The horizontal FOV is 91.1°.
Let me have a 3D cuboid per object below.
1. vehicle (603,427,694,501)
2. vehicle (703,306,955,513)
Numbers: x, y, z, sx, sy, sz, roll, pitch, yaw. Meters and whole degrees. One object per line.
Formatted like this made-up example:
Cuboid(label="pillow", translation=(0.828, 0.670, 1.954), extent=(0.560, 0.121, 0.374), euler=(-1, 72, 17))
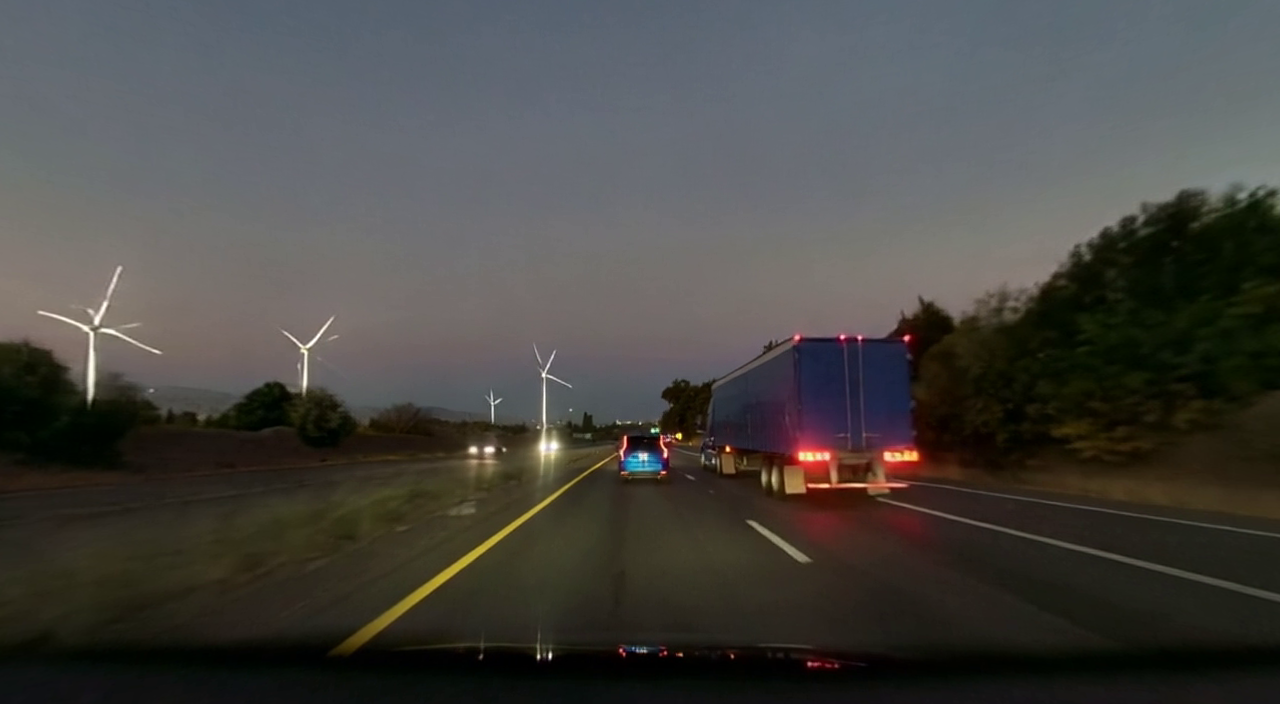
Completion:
Cuboid(label="vehicle", translation=(0.172, 2.793, 16.267), extent=(2.038, 1.624, 4.312), euler=(0, -8, -1))
Cuboid(label="vehicle", translation=(4.503, 2.087, 20.011), extent=(3.129, 4.126, 14.913), euler=(0, -8, -1))
